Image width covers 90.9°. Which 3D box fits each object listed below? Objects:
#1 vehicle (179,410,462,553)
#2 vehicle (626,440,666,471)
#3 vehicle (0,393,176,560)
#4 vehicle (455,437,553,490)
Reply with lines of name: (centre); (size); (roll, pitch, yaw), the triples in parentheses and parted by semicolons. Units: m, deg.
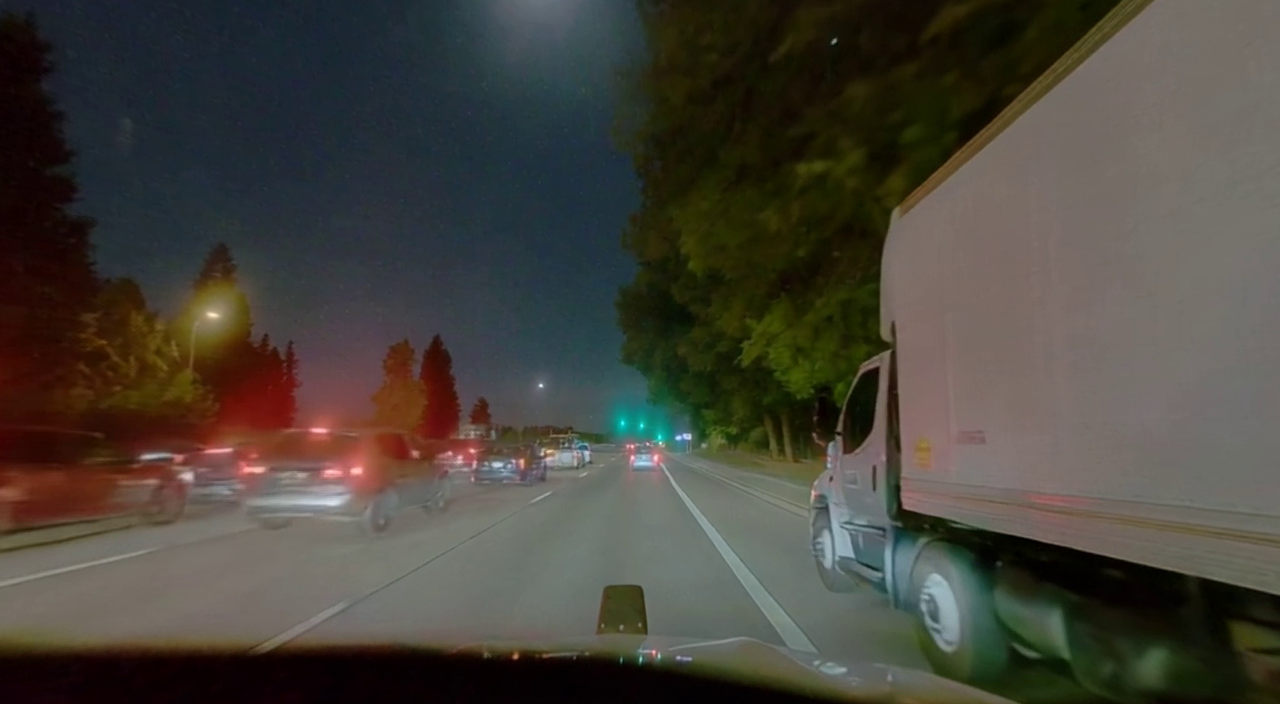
vehicle: (-4.560, 1.919, 10.025); (2.042, 1.713, 4.493); (-1, -8, 1)
vehicle: (0.312, 5.206, 31.880); (1.875, 1.453, 3.888); (-1, -8, 0)
vehicle: (-8.060, 1.489, 7.222); (2.062, 1.820, 4.577); (-5, -8, 1)
vehicle: (-4.168, 3.497, 20.149); (2.121, 1.485, 4.363); (-1, -8, 1)
